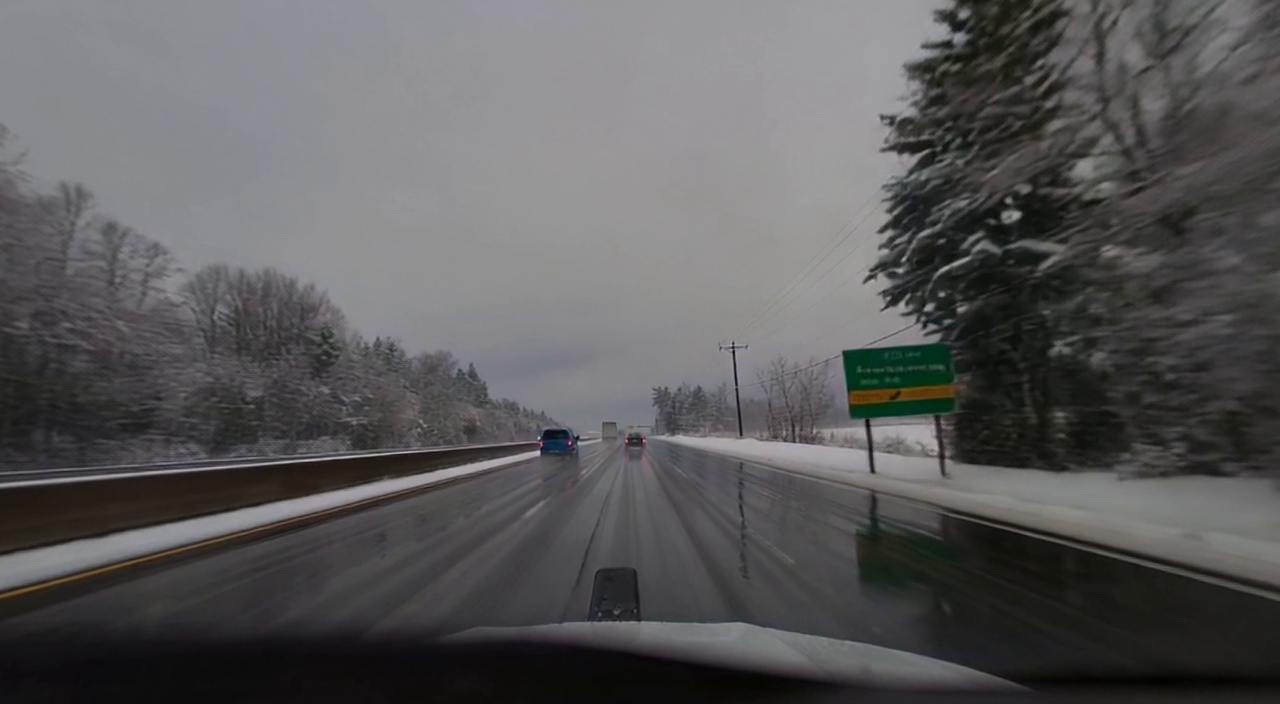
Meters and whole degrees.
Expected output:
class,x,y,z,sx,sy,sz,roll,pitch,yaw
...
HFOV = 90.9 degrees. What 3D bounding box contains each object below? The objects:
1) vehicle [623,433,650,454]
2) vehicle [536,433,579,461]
class,x,y,z,sx,sy,sz,roll,pitch,yaw
vehicle,-0.272,6.730,46.375,1.890,1.472,3.716,0,-8,-1
vehicle,-4.683,5.441,36.365,1.911,1.477,3.807,0,-8,0
